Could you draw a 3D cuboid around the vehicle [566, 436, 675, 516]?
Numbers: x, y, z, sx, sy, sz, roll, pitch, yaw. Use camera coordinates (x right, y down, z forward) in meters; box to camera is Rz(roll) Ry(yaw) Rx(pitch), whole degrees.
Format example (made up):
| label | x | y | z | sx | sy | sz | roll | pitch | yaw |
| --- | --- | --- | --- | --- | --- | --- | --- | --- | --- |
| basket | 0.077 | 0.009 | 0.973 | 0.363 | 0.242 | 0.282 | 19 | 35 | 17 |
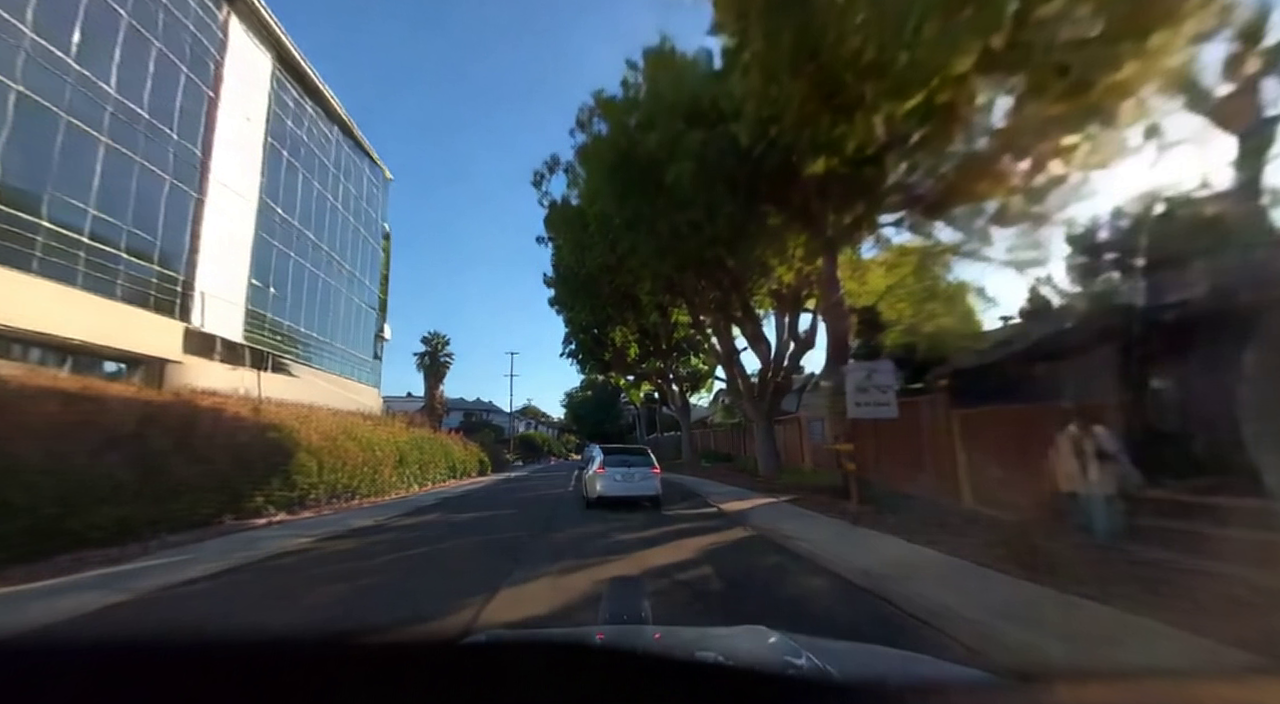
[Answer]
| label | x | y | z | sx | sy | sz | roll | pitch | yaw |
| --- | --- | --- | --- | --- | --- | --- | --- | --- | --- |
| vehicle | -0.446 | 2.624 | 13.929 | 2.060 | 1.487 | 3.920 | 0 | -8 | -2 |
